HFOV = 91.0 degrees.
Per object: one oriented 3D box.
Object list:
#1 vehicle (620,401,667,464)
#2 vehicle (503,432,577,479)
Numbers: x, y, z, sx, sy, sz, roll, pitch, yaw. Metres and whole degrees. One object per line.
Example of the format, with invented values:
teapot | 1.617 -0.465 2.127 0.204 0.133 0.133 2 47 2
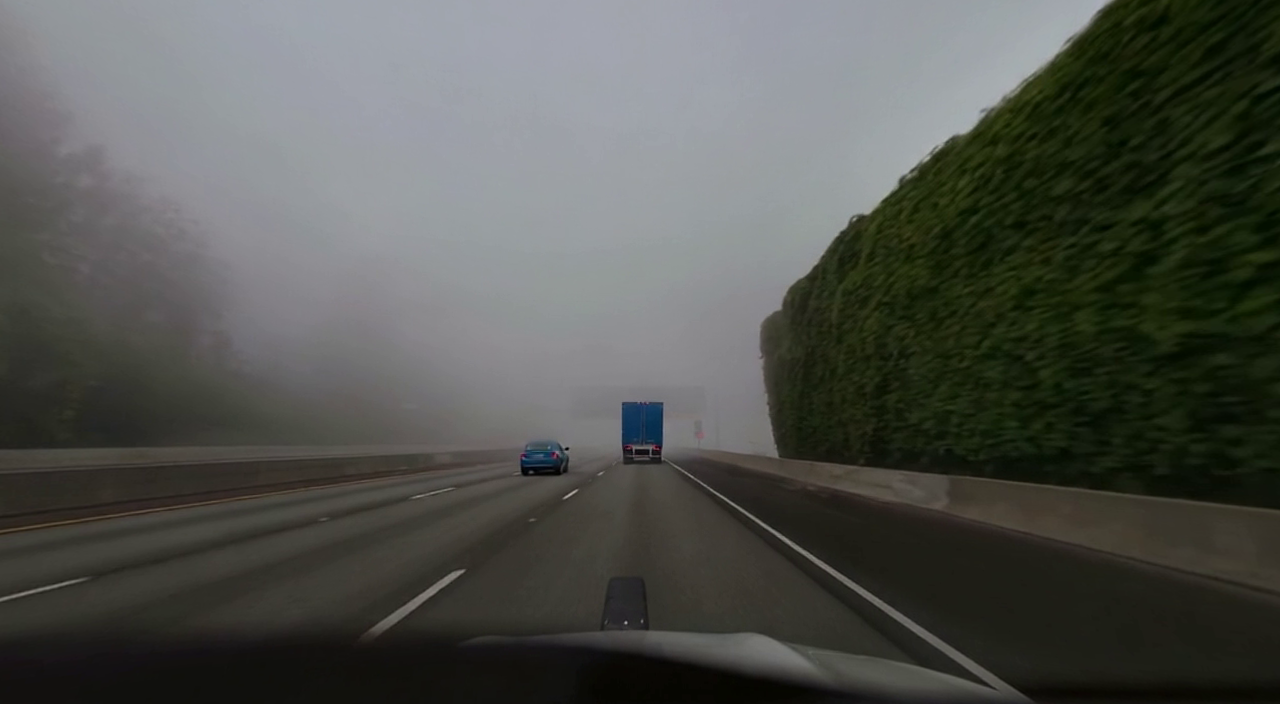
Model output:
vehicle | 0.210 6.348 48.760 3.078 4.031 16.069 0 -8 0
vehicle | -3.922 4.150 25.625 2.186 1.716 4.672 0 -8 1
